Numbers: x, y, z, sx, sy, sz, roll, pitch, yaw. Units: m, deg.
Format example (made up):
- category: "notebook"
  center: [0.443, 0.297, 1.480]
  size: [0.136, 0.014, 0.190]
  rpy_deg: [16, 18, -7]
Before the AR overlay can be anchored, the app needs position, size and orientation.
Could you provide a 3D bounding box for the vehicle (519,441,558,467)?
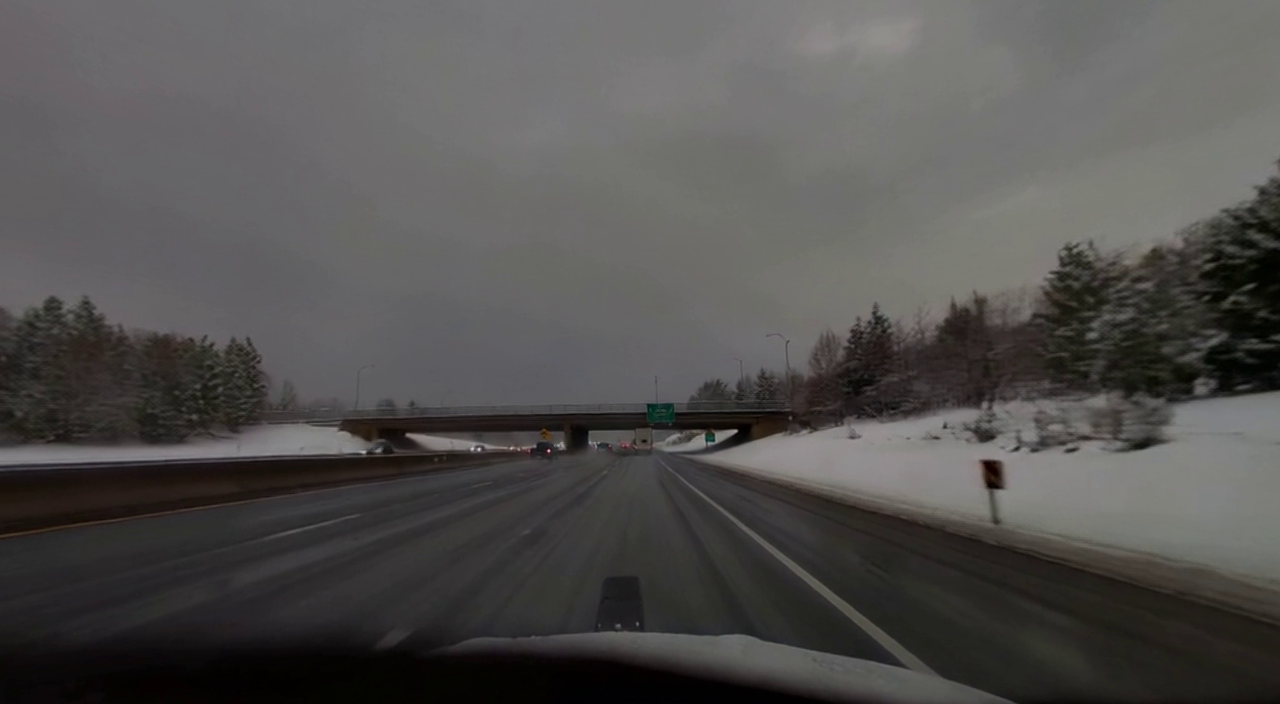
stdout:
- category: "vehicle"
  center: [-7.255, 7.339, 45.460]
  size: [2.070, 1.738, 4.733]
  rpy_deg: [0, -9, 0]
